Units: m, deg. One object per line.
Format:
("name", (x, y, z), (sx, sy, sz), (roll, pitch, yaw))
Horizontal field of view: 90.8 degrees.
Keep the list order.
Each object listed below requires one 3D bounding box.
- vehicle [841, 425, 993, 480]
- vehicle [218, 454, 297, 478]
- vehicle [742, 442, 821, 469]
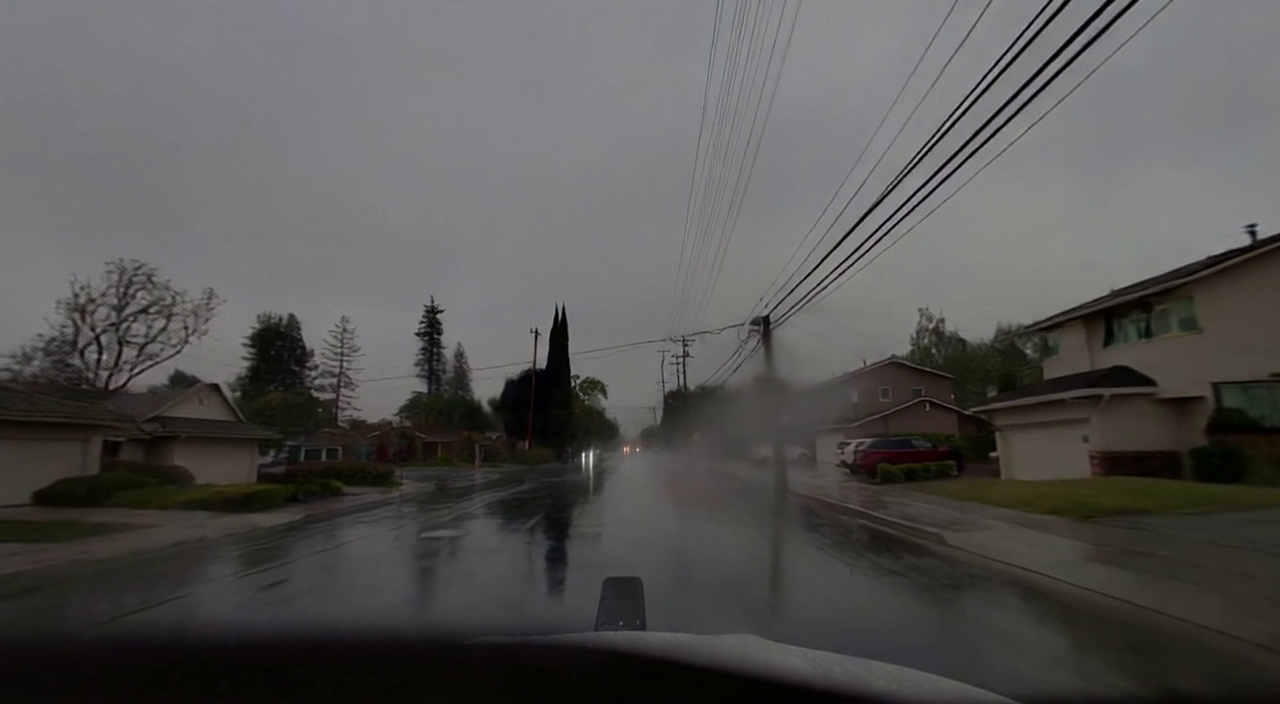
("vehicle", (10.253, 3.773, 23.702), (4.686, 1.786, 2.019), (-3, -8, 5))
("vehicle", (-27.143, 8.068, 44.929), (4.360, 1.582, 1.920), (-1, -9, -2))
("vehicle", (9.522, 7.006, 42.856), (4.846, 1.577, 2.146), (-2, -8, 0))
